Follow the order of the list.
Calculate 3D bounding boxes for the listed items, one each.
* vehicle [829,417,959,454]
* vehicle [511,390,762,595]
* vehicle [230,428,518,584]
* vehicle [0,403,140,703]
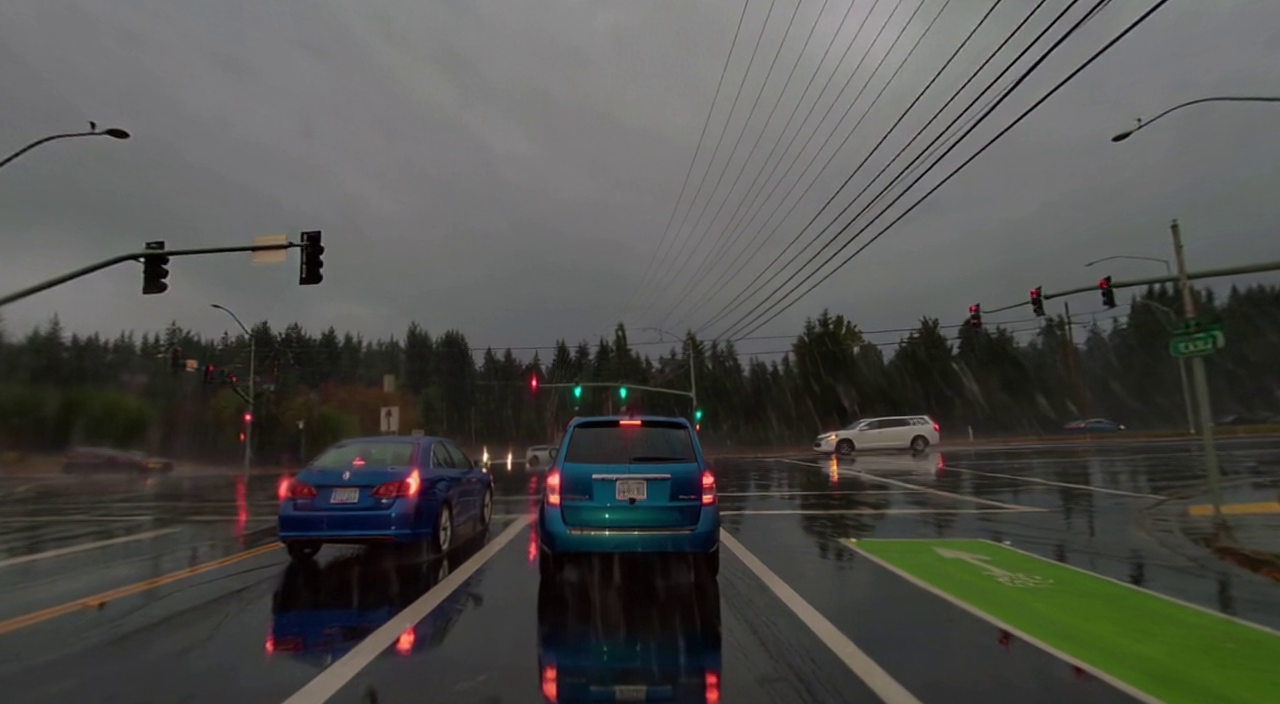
[{"bbox_3d":[13.846,4.605,34.825,6.143,1.944,2.229,-1,-8,5],"label":"vehicle"},{"bbox_3d":[-0.060,1.522,7.615,2.182,1.773,4.041,0,-8,-1],"label":"vehicle"},{"bbox_3d":[-2.932,1.767,8.007,1.969,1.486,3.702,0,-8,1],"label":"vehicle"},{"bbox_3d":[-3.350,0.662,0.449,1.928,1.488,4.936,0,-8,0],"label":"vehicle"}]
